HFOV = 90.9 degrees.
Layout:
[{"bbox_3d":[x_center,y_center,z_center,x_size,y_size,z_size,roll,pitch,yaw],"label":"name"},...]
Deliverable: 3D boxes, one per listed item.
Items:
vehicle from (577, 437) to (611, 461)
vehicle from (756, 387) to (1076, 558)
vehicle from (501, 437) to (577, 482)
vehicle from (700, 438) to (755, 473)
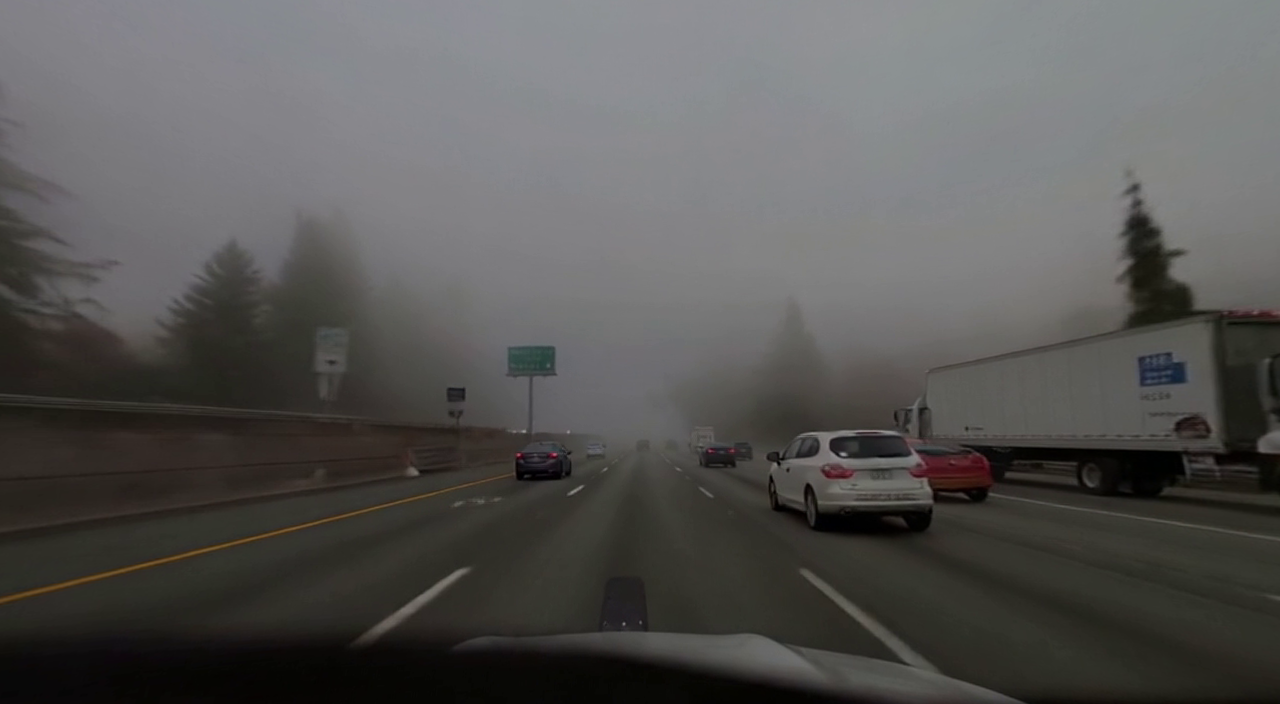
[{"bbox_3d":[-3.256,6.961,45.451,2.020,1.628,4.248,0,-8,2],"label":"vehicle"},{"bbox_3d":[3.646,1.777,9.997,2.517,1.935,5.552,0,-9,0],"label":"vehicle"},{"bbox_3d":[-3.558,3.867,22.963,1.978,1.473,4.073,0,-8,2],"label":"vehicle"},{"bbox_3d":[3.995,4.816,29.491,1.953,1.480,4.053,0,-8,-1],"label":"vehicle"}]
